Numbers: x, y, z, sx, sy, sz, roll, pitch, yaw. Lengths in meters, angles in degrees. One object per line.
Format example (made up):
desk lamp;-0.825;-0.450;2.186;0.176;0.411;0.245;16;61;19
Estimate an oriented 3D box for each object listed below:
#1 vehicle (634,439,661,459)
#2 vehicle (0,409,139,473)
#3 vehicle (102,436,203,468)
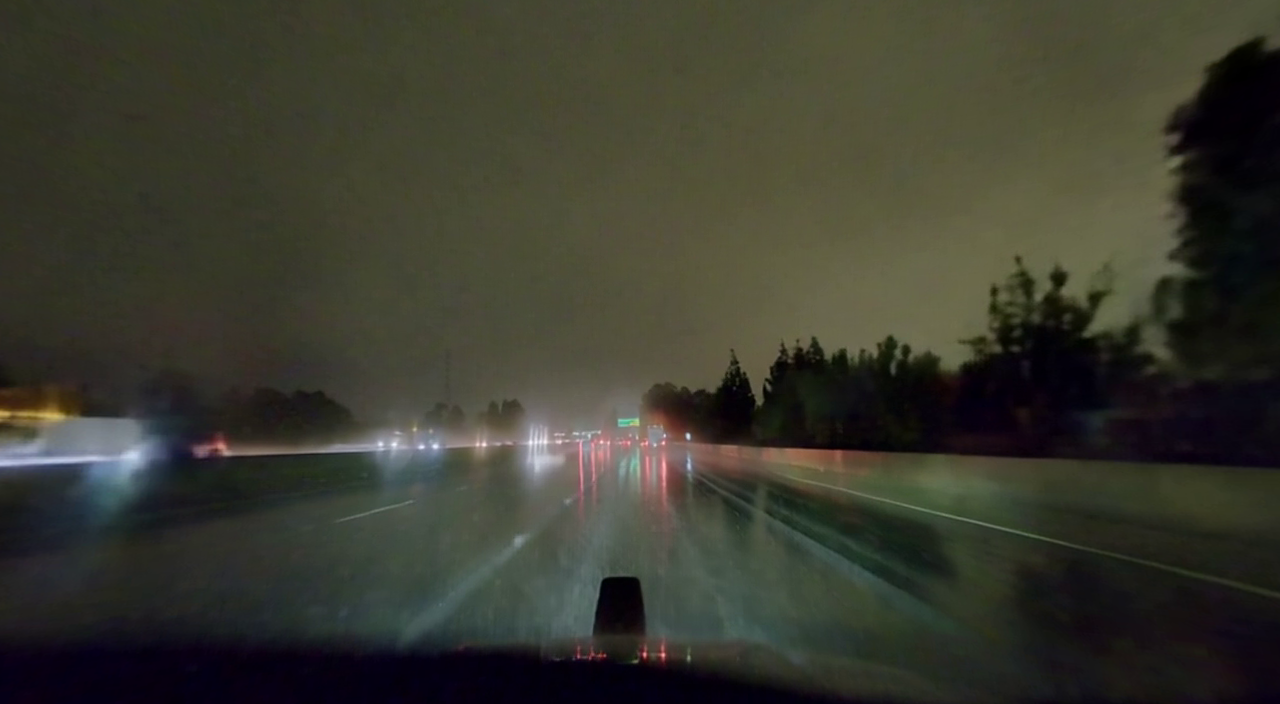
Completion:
vehicle;0.567;7.604;49.526;2.021;1.528;4.154;0;-8;-1
vehicle;-35.408;5.268;37.046;2.917;3.381;11.266;-1;-8;-1
vehicle;-27.738;5.702;36.159;1.935;1.681;4.774;0;-8;0
